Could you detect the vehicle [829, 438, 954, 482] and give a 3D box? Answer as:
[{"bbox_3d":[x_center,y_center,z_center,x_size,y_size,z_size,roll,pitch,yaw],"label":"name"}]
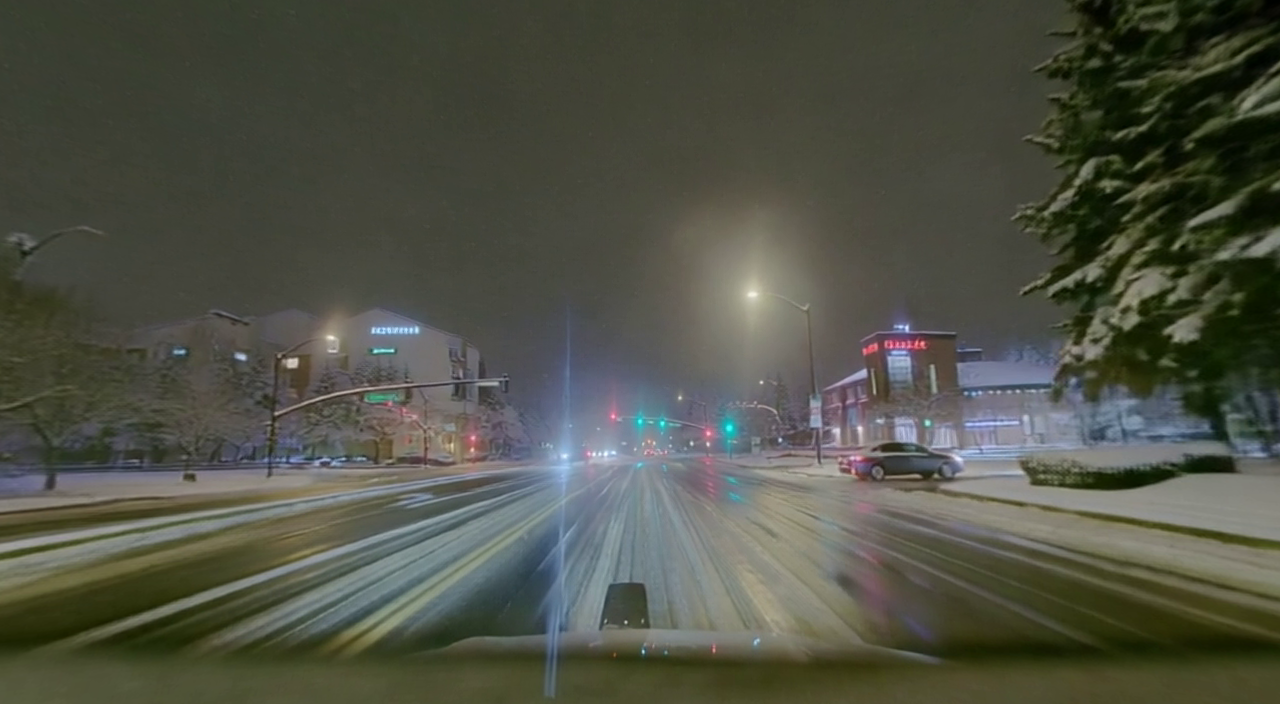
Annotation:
[{"bbox_3d":[9.612,4.151,24.399,4.007,1.591,1.915,-1,-8,2],"label":"vehicle"}]
